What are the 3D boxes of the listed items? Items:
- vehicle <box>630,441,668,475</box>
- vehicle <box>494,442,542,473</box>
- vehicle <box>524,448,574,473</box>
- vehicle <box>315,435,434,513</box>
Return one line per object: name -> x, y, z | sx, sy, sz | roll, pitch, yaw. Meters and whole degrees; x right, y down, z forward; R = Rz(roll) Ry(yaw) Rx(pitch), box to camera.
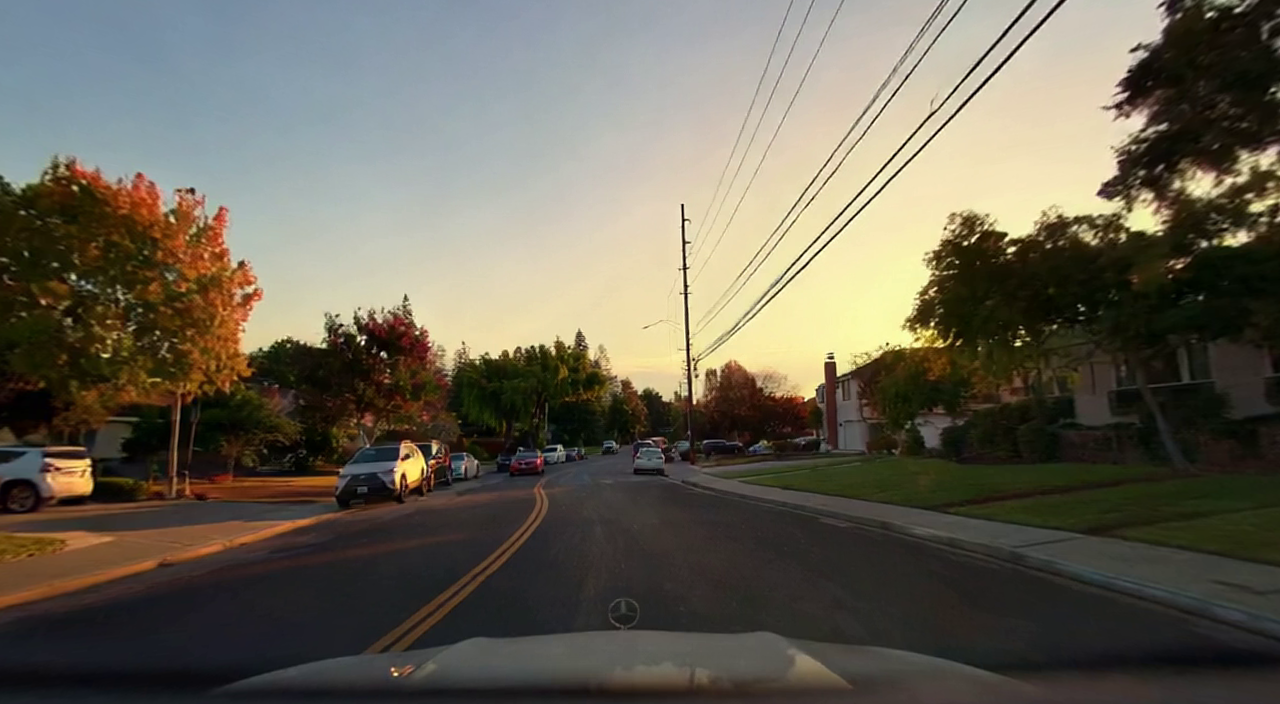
vehicle -> 0.507, 6.081, 36.460 | 2.032, 1.810, 5.047 | 0, -8, 1
vehicle -> -9.029, 7.874, 47.071 | 2.353, 2.037, 5.358 | -4, -10, 1
vehicle -> -5.649, 6.798, 39.929 | 2.448, 1.475, 4.568 | 0, -9, 1
vehicle -> -8.297, 3.841, 20.428 | 2.312, 2.032, 5.585 | -1, -9, -10
